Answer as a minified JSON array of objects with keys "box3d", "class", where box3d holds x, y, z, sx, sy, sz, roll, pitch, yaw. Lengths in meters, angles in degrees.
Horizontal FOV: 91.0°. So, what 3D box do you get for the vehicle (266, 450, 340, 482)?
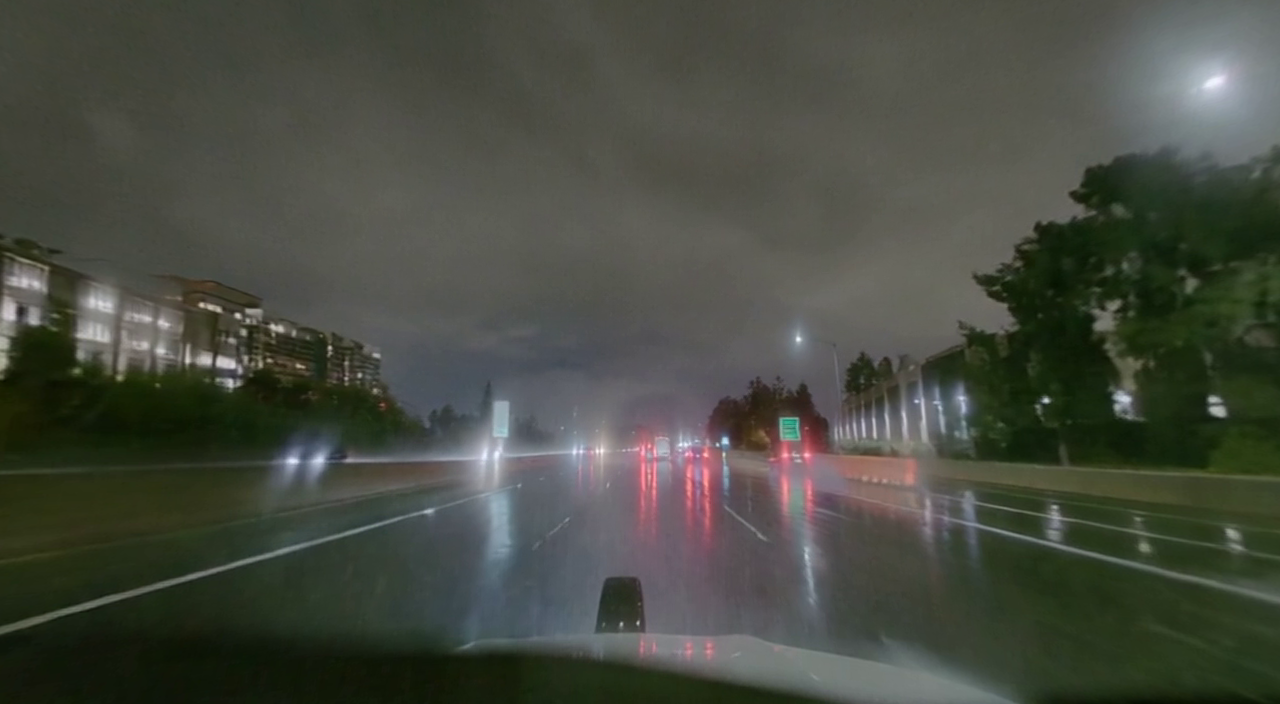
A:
[{"box3d":[-19.305,6.517,36.305,1.743,1.657,4.388,0,-9,2],"class":"vehicle"}]
